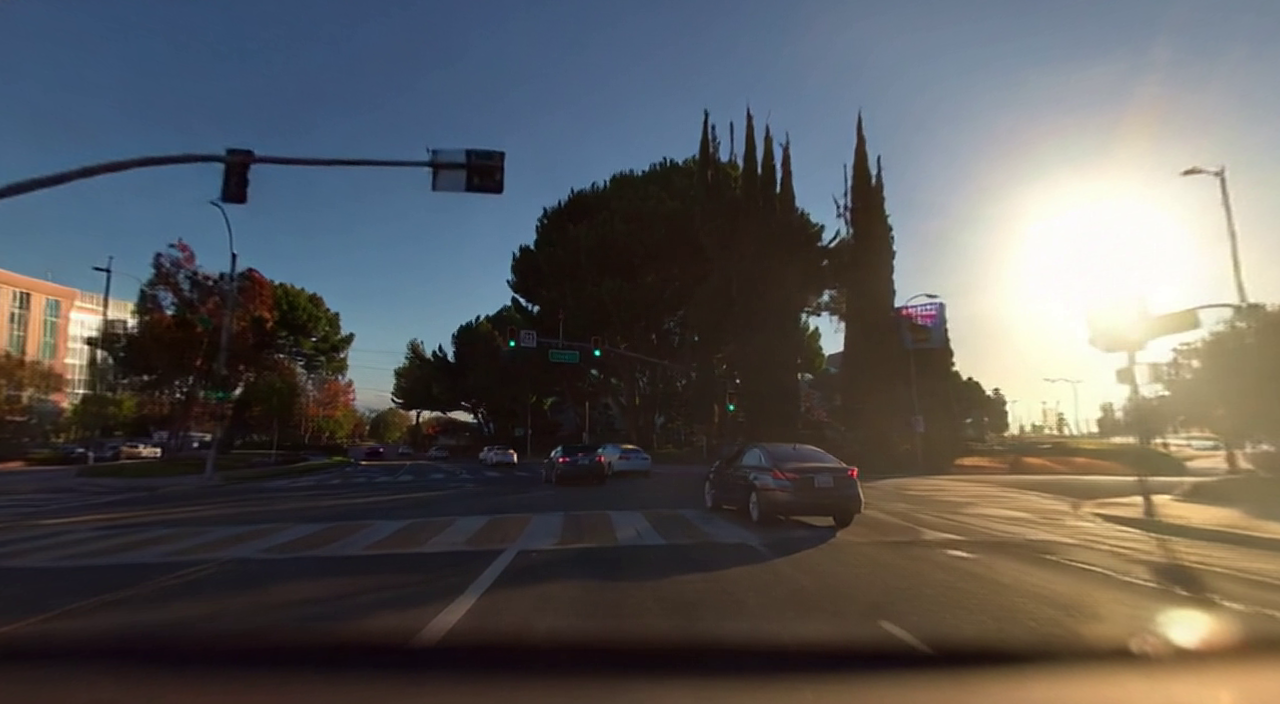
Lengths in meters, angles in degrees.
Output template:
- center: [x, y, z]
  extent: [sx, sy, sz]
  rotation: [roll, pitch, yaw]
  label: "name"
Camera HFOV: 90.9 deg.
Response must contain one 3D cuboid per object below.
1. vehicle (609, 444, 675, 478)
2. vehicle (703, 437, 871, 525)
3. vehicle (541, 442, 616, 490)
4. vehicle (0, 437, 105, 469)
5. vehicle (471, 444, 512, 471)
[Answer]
- center: [0.008, 5.170, 30.258]
  extent: [1.957, 1.463, 4.701]
  rotation: [2, -9, -15]
  label: "vehicle"
- center: [2.773, 2.552, 13.114]
  extent: [1.984, 1.476, 4.488]
  rotation: [1, -9, -6]
  label: "vehicle"
- center: [-2.345, 4.057, 22.866]
  extent: [2.308, 1.535, 4.811]
  rotation: [2, -9, -10]
  label: "vehicle"
- center: [-31.624, 5.411, 33.882]
  extent: [3.796, 1.595, 1.808]
  rotation: [3, -9, -18]
  label: "vehicle"
- center: [-9.116, 6.404, 38.469]
  extent: [2.012, 1.492, 4.079]
  rotation: [4, -8, -18]
  label: "vehicle"
